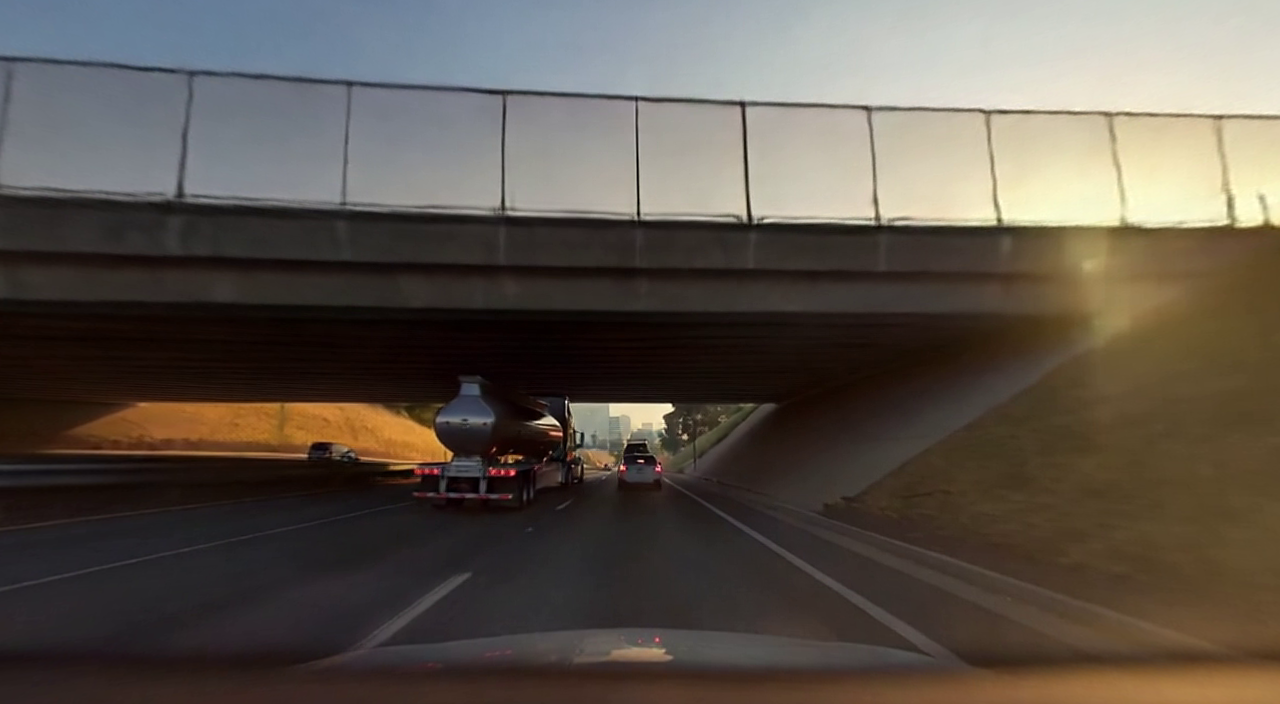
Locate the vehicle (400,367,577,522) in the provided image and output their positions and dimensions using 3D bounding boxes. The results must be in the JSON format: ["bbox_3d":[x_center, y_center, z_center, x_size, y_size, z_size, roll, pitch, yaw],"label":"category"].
[{"bbox_3d":[-4.178,3.195,21.864,2.896,3.563,14.643,0,-9,-1],"label":"vehicle"}]

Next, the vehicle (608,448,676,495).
[{"bbox_3d":[0.020,4.208,22.605,2.215,1.481,4.246,0,-9,-1],"label":"vehicle"}]
